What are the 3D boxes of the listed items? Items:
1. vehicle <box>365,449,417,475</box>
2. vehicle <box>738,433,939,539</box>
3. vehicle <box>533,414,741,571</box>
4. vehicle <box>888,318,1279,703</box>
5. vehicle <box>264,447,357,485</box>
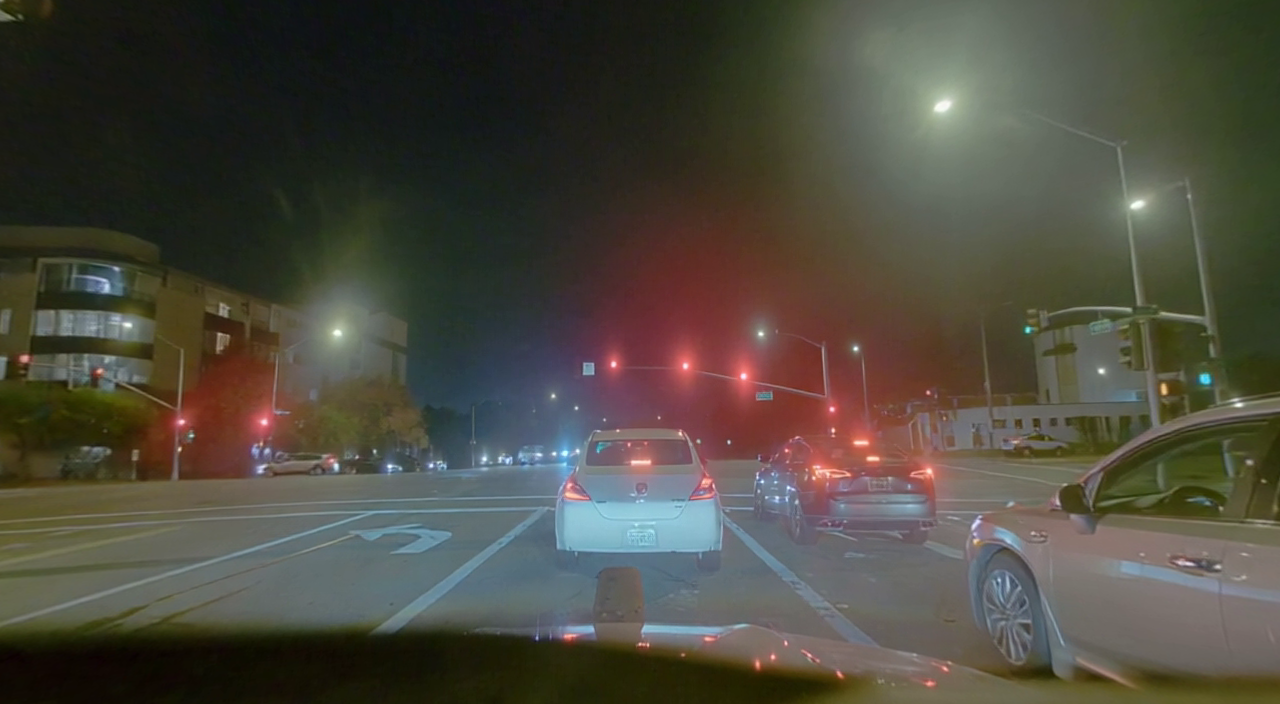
[{"bbox_3d":[-18.728,8.276,47.819,2.026,1.836,4.726,0,-8,0],"label":"vehicle"},{"bbox_3d":[3.149,2.219,11.150,2.001,1.463,4.398,0,-8,-2],"label":"vehicle"},{"bbox_3d":[-0.076,1.789,8.766,2.188,1.637,4.027,0,-8,-1],"label":"vehicle"},{"bbox_3d":[3.009,0.864,2.671,2.103,1.701,4.294,0,-8,-1],"label":"vehicle"},{"bbox_3d":[-17.069,5.841,32.714,4.448,1.837,2.021,-5,-10,29],"label":"vehicle"}]
